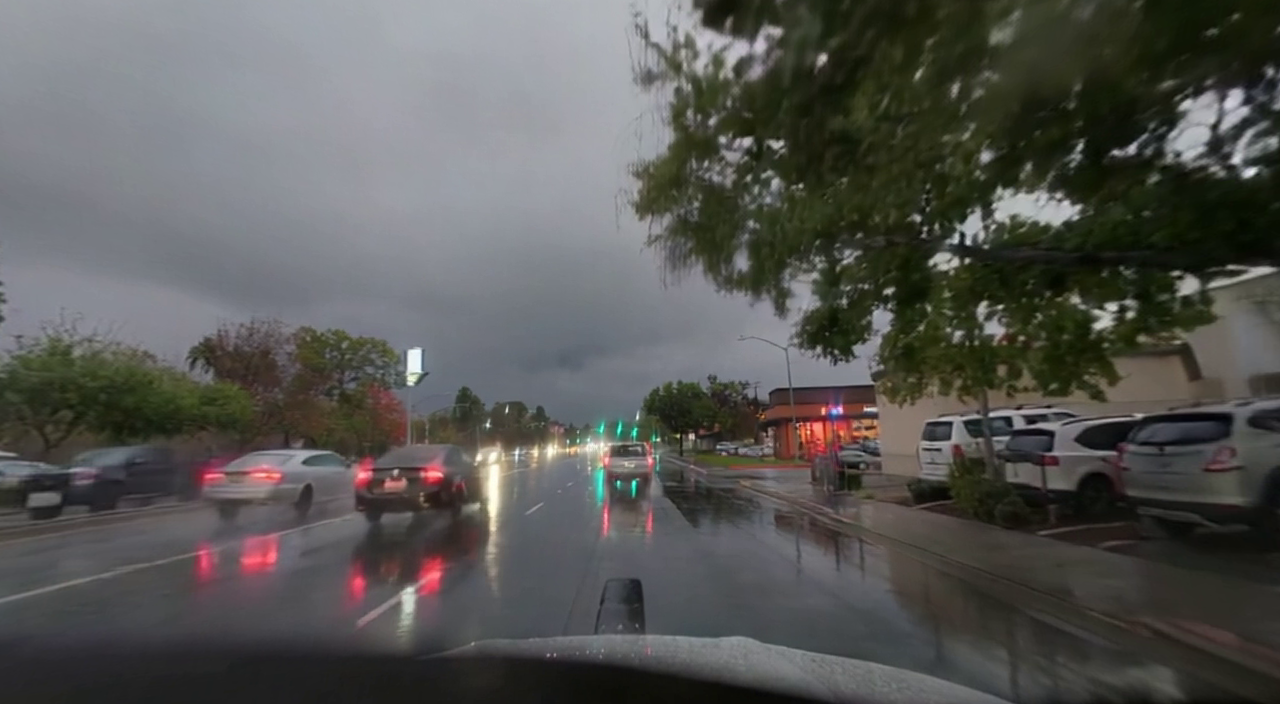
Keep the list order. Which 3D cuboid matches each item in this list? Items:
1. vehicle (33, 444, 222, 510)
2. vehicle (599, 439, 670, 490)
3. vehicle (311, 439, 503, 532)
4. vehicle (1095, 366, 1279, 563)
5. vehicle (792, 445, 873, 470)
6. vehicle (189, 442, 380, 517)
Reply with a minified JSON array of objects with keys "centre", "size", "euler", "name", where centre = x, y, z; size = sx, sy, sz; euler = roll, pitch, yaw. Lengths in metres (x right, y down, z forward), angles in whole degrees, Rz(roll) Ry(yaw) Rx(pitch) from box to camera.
[{"centre":[-16.488,3.984,20.819],"size":[2.090,1.850,5.013],"euler":[-1,-9,-1],"name":"vehicle"},{"centre":[-0.232,3.584,20.418],"size":[2.061,1.469,3.954],"euler":[0,-9,-2],"name":"vehicle"},{"centre":[-4.226,2.490,12.498],"size":[1.973,1.456,4.850],"euler":[0,-9,0],"name":"vehicle"},{"centre":[8.764,1.243,7.033],"size":[5.526,1.833,2.354],"euler":[0,-10,-1],"name":"vehicle"},{"centre":[13.340,7.324,43.971],"size":[4.877,1.603,2.197],"euler":[0,-9,0],"name":"vehicle"},{"centre":[-7.939,2.860,14.682],"size":[2.009,1.470,4.179],"euler":[0,-9,0],"name":"vehicle"}]
